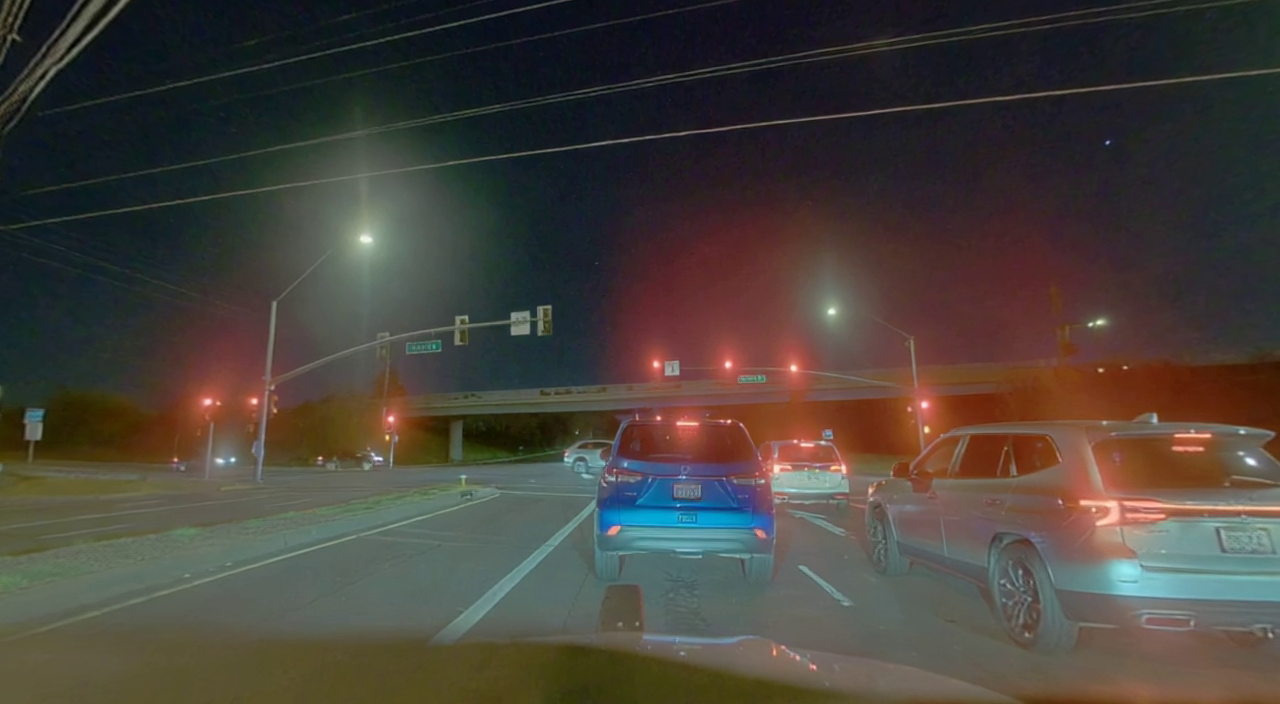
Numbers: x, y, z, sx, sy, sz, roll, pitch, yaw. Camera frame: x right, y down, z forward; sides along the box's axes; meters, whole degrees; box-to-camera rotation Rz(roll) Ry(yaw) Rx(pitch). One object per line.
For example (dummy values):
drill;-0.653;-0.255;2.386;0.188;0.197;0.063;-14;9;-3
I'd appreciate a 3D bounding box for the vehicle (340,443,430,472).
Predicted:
vehicle;-15.727;6.491;39.092;4.673;1.740;2.174;-2;-9;13

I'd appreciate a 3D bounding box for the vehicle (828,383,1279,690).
vehicle;3.415;1.336;5.789;1.990;1.649;4.625;0;-8;1

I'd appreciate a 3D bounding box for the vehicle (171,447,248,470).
vehicle;-29.626;7.311;43.462;4.411;1.466;1.998;-3;-9;19

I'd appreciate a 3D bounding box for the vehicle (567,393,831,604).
vehicle;0.445;1.562;7.615;2.240;1.778;4.335;0;-8;-2
